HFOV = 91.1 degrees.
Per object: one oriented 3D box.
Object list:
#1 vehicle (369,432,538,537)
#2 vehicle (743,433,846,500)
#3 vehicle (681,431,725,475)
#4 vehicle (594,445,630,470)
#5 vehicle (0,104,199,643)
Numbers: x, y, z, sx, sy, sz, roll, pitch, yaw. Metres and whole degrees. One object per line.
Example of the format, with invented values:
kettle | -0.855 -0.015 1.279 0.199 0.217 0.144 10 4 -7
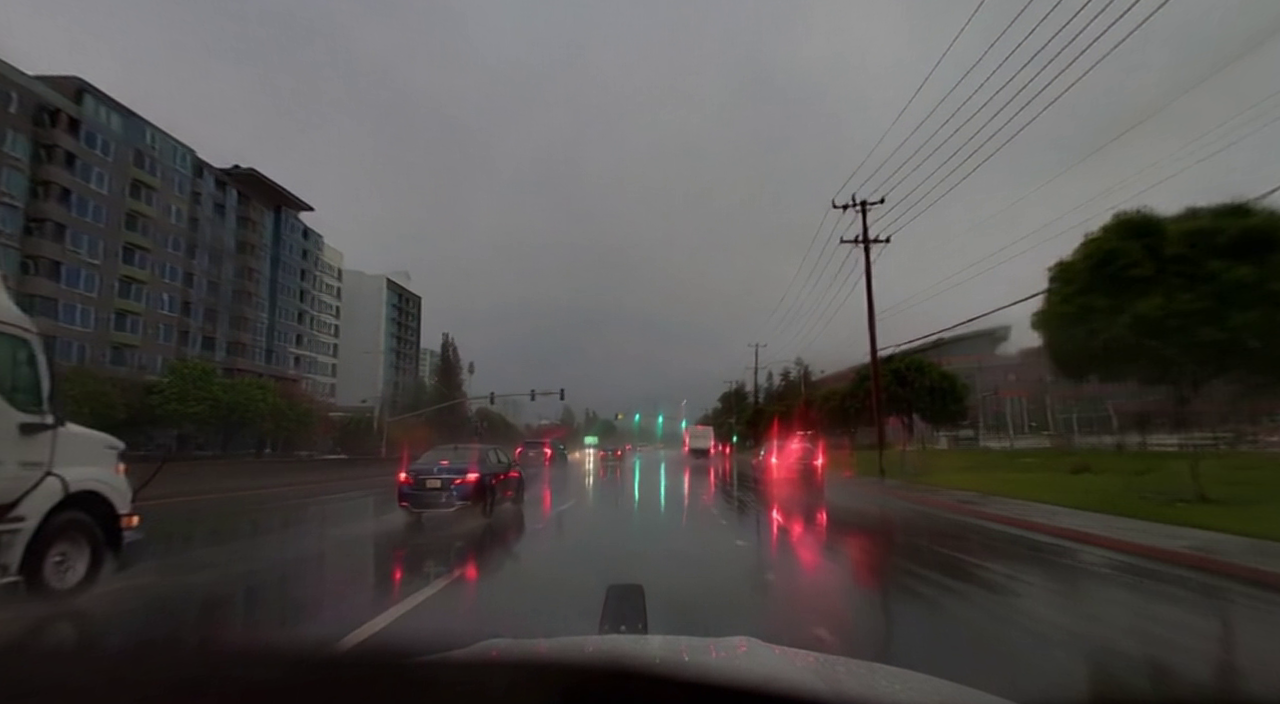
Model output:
vehicle | -3.268 2.383 11.856 1.934 1.643 3.718 0 -9 2
vehicle | 4.847 3.663 20.471 2.283 1.923 4.427 0 -9 1
vehicle | 3.784 6.024 37.723 2.457 2.440 5.486 -1 -9 6
vehicle | -1.821 7.084 42.508 1.984 1.567 4.311 0 -9 4
vehicle | -6.486 0.148 4.682 3.239 4.055 3.881 0 -9 1
